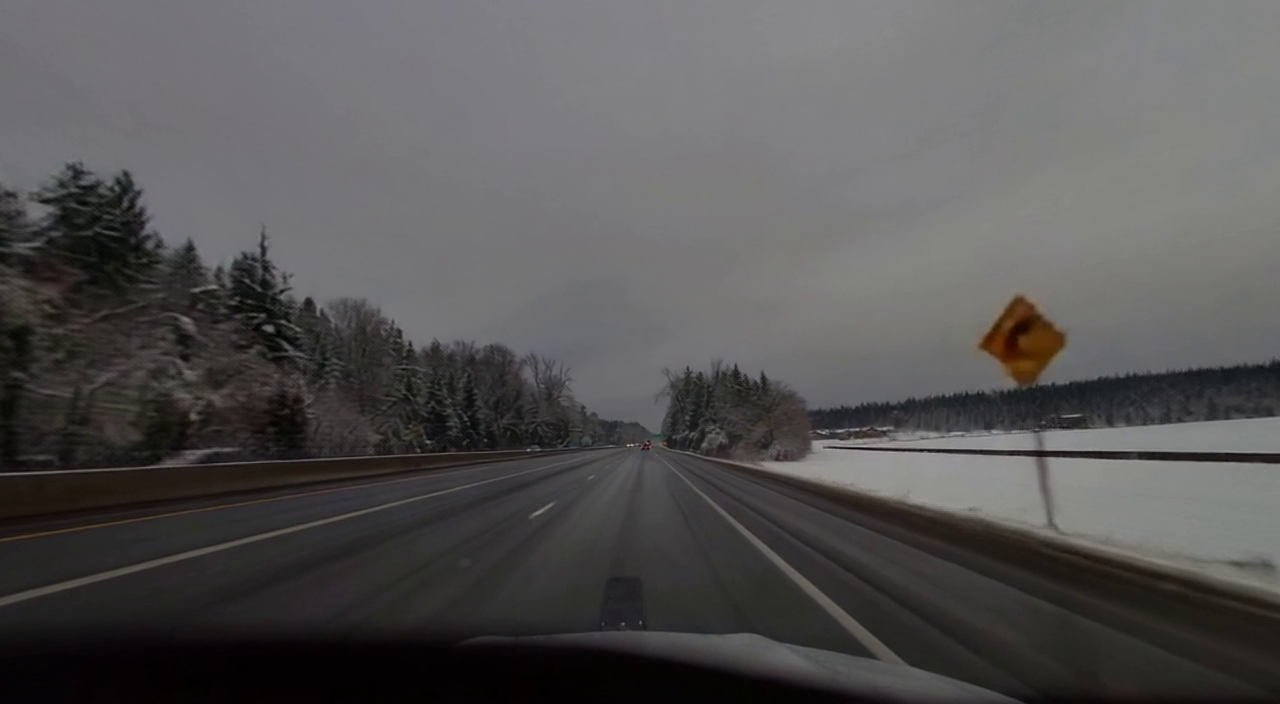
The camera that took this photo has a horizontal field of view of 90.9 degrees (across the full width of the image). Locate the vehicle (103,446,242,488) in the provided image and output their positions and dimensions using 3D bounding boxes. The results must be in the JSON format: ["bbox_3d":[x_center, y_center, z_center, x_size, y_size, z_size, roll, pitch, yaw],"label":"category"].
[{"bbox_3d":[-21.244,5.207,29.078,2.100,1.698,5.541,0,-8,1],"label":"vehicle"}]
